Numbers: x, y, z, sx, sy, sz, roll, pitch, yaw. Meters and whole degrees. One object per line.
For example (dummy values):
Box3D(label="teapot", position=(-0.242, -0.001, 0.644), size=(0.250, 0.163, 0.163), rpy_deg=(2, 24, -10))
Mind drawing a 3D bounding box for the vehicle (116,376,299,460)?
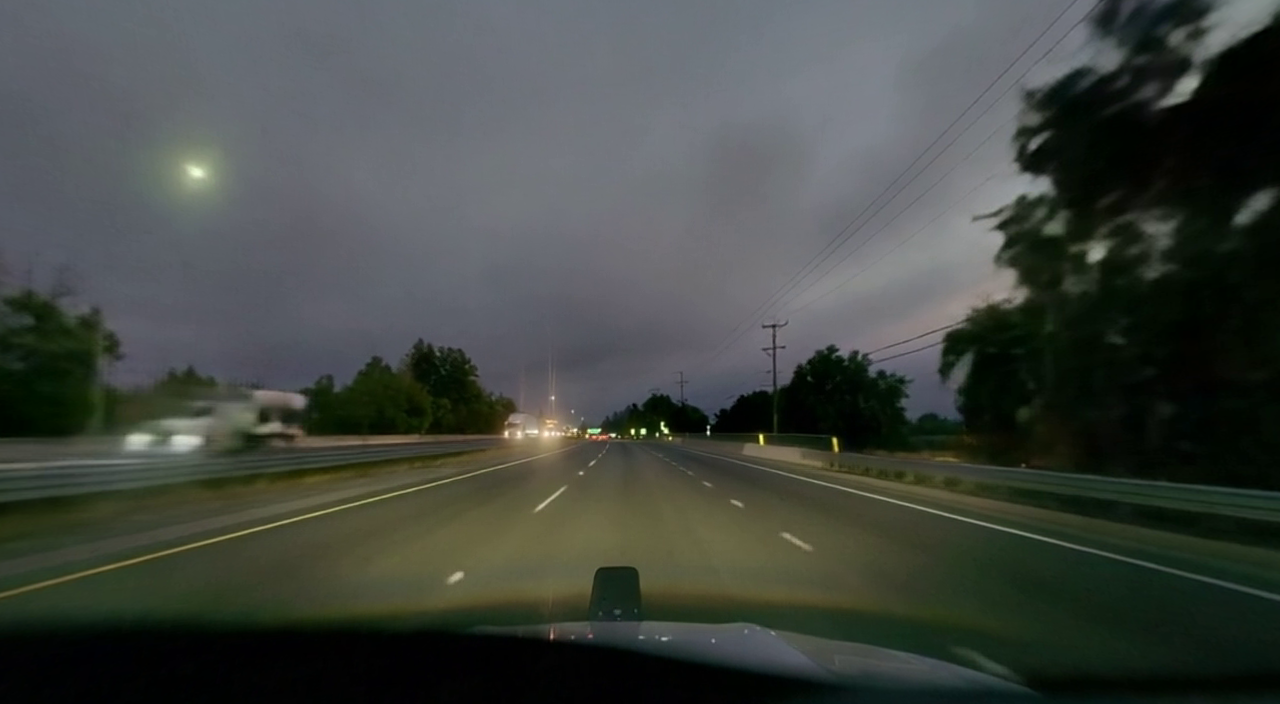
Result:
Box3D(label="vehicle", position=(-16.839, 2.730, 25.259), size=(2.584, 2.888, 6.722), rpy_deg=(0, -8, -1))
